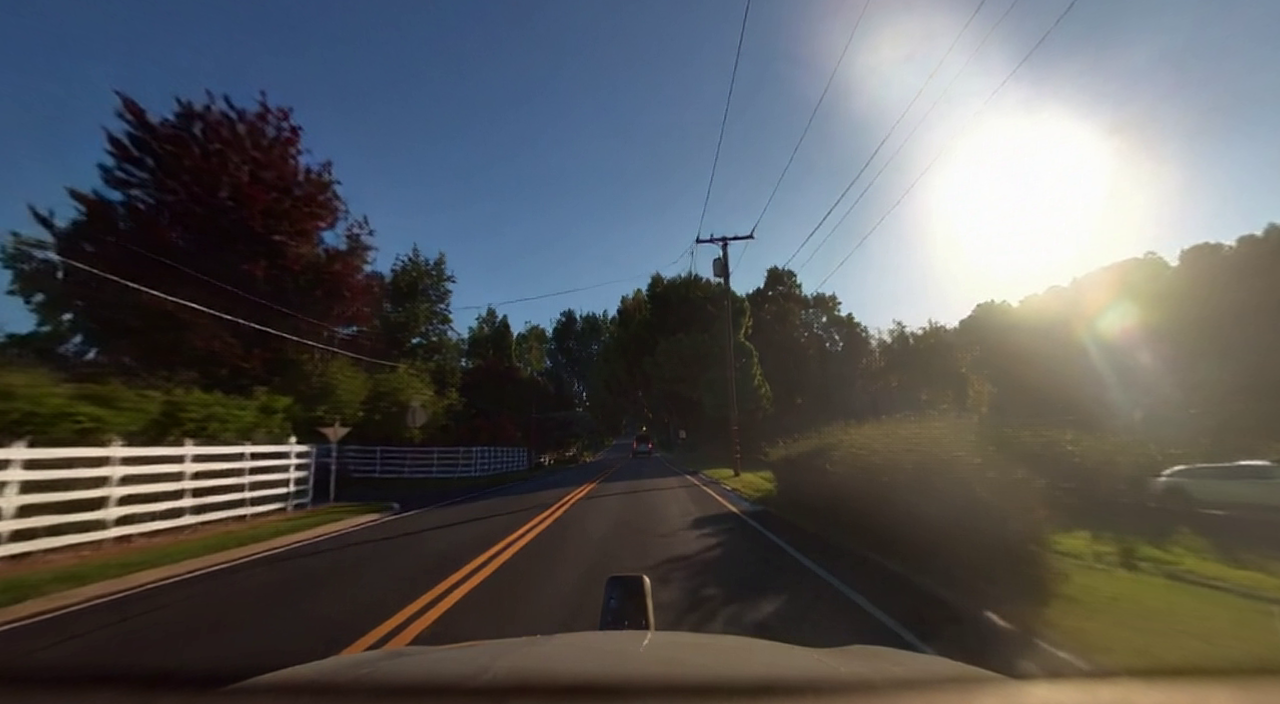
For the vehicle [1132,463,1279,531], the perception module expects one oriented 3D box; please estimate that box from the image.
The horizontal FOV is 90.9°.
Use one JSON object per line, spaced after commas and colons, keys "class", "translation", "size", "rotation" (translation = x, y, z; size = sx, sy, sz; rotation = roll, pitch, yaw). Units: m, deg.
{"class": "vehicle", "translation": [15.925, 3.754, 16.723], "size": [2.001, 1.450, 4.481], "rotation": [0, -9, -2]}
